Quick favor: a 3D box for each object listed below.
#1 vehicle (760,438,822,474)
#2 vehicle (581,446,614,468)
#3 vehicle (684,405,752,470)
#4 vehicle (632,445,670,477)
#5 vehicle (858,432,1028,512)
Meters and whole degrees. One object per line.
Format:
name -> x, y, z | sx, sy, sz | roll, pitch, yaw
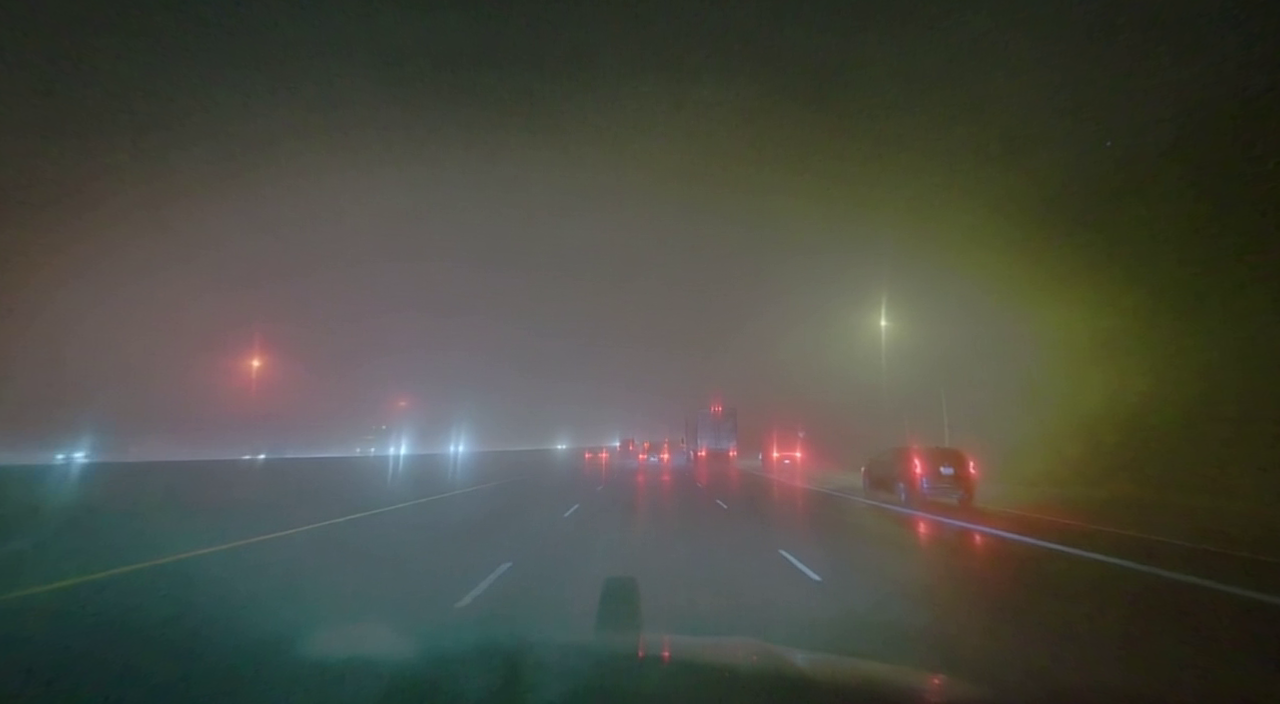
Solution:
vehicle -> 8.006, 5.548, 33.862 | 2.143, 1.775, 4.729 | 0, -9, 0
vehicle -> -3.080, 7.739, 46.600 | 2.132, 1.506, 4.256 | 0, -9, 0
vehicle -> 4.814, 5.666, 41.167 | 3.130, 3.607, 11.129 | 0, -9, 1
vehicle -> 0.564, 5.547, 32.330 | 1.866, 1.492, 3.932 | 0, -9, 1
vehicle -> 7.241, 2.902, 15.694 | 2.044, 1.676, 4.421 | 0, -9, 0
